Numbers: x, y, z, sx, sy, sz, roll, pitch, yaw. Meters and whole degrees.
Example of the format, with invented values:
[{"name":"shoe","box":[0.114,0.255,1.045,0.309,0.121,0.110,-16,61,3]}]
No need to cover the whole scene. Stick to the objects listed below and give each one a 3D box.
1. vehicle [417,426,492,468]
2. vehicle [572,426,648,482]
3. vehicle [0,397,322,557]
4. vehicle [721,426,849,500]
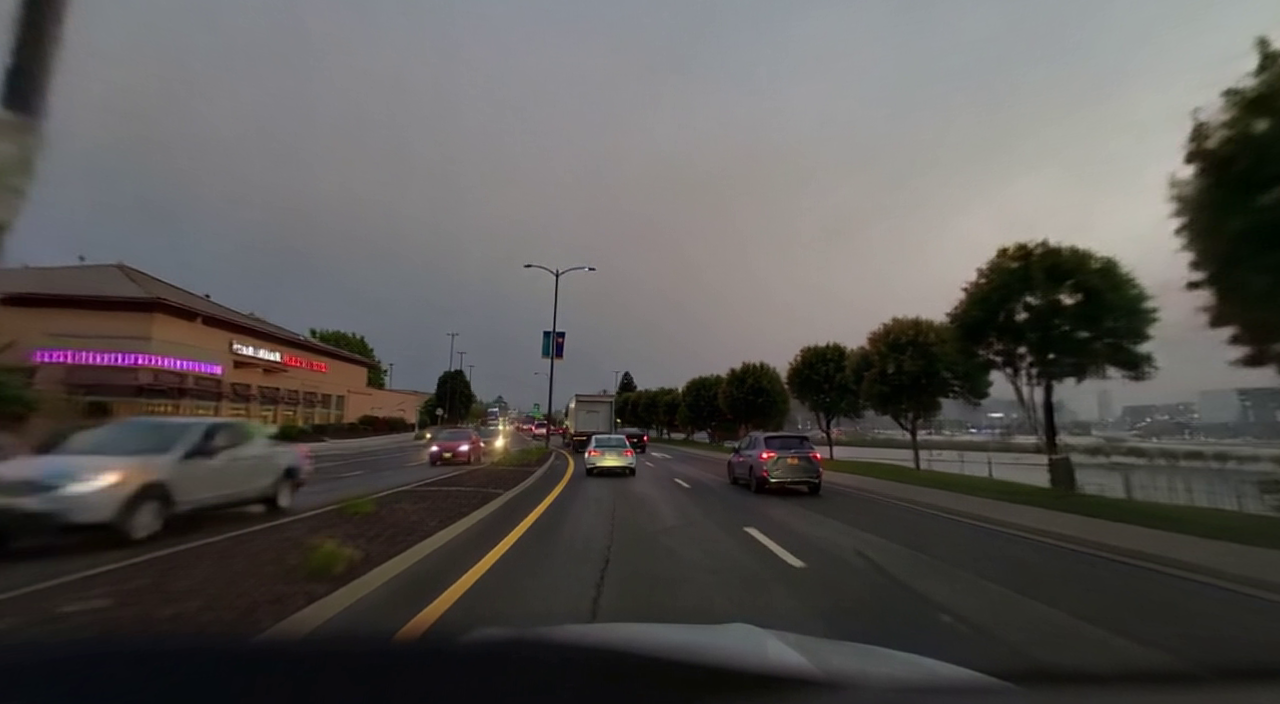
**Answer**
[{"name":"vehicle","box":[-7.342,3.792,25.418,2.007,1.532,4.266,1,-8,-4]},{"name":"vehicle","box":[-0.938,2.945,18.491,1.991,1.472,3.518,1,-8,-4]},{"name":"vehicle","box":[-6.290,1.550,8.526,1.966,1.616,4.038,1,-8,-3]},{"name":"vehicle","box":[3.257,2.555,14.978,1.889,1.480,3.876,1,-8,-4]}]
